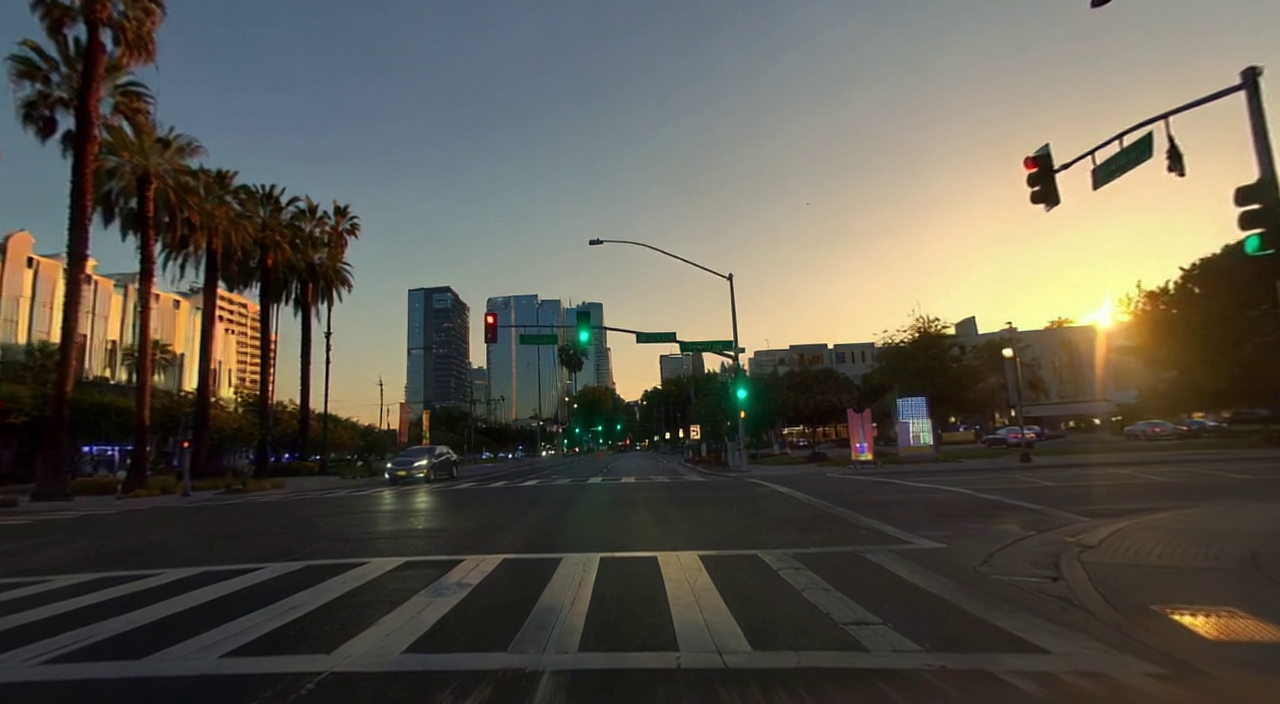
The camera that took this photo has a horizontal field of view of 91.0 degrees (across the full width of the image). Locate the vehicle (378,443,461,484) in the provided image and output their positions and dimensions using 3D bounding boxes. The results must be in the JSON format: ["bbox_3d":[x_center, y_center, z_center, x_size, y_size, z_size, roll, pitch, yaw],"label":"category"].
[{"bbox_3d":[-10.751,5.457,31.172,2.270,1.833,4.860,0,-9,1],"label":"vehicle"}]
